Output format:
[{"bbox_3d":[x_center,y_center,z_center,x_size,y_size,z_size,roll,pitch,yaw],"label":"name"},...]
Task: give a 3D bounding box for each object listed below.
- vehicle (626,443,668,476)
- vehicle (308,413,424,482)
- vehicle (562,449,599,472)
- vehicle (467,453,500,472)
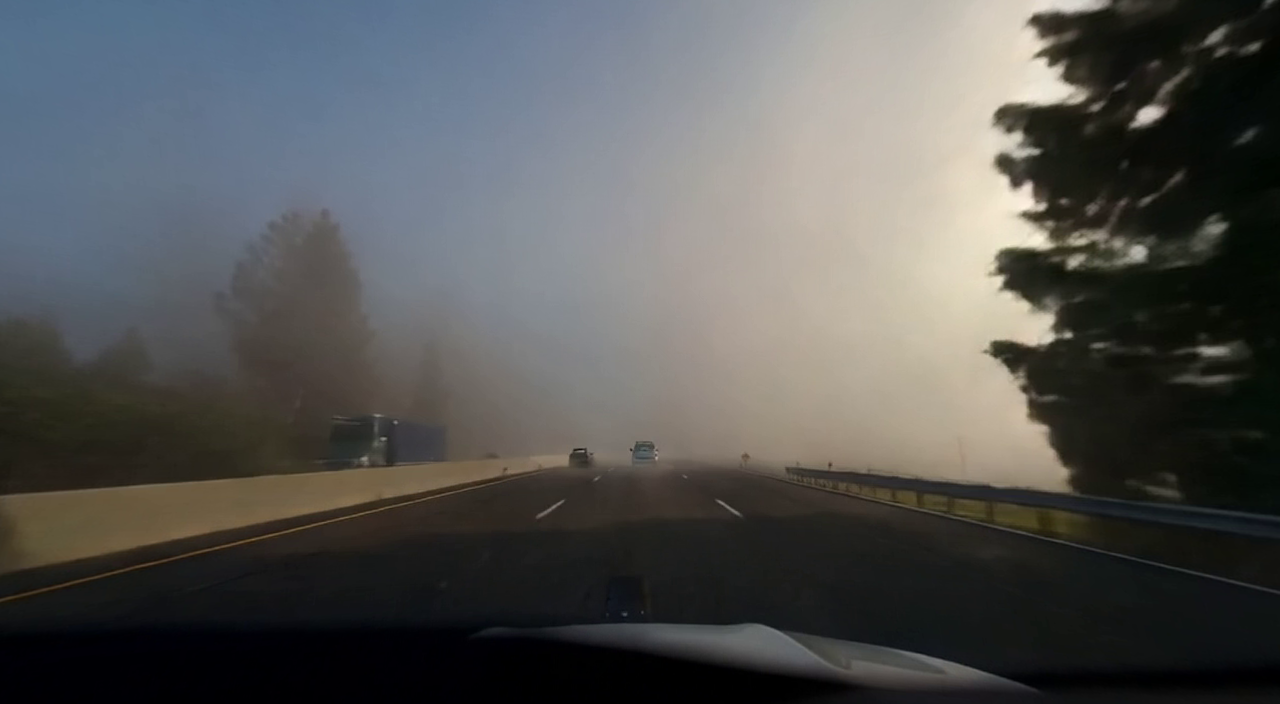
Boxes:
[{"bbox_3d":[0.351,5.790,34.053,2.172,1.687,3.929,0,-9,0],"label":"vehicle"},{"bbox_3d":[-17.031,6.094,40.164,2.953,3.833,9.571,0,-9,0],"label":"vehicle"},{"bbox_3d":[-3.842,7.116,41.506,1.998,1.460,4.422,0,-9,0],"label":"vehicle"},{"bbox_3d":[-12.290,8.716,49.698,1.676,1.396,3.459,0,-9,1],"label":"vehicle"}]
